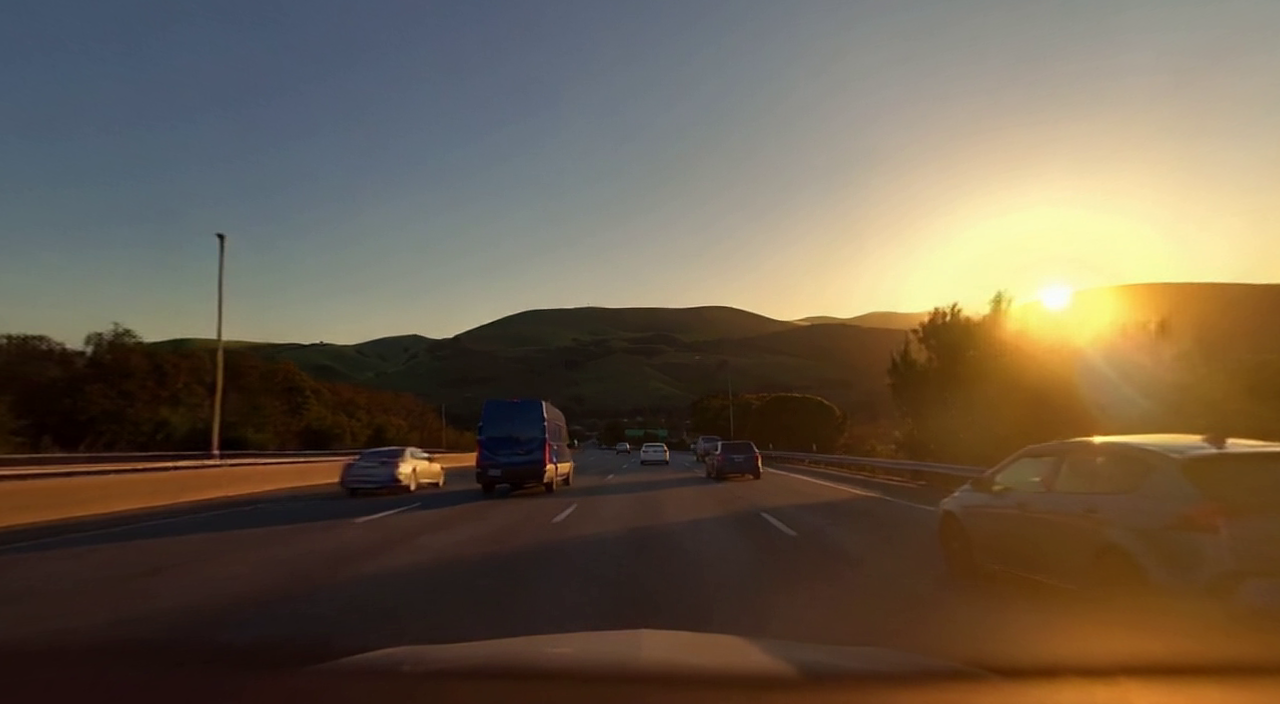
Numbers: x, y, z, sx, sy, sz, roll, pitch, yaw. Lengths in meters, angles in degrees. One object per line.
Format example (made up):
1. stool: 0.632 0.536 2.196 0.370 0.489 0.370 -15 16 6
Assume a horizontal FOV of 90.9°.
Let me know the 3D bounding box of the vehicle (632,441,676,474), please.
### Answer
1. vehicle: 0.660 5.306 31.891 2.054 1.504 3.890 0 -9 0

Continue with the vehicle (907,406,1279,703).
1. vehicle: 3.946 1.243 4.531 2.050 1.491 4.362 0 -9 -1

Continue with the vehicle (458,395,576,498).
1. vehicle: -3.488 2.886 19.360 2.396 2.664 5.735 0 -9 0

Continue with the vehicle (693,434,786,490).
1. vehicle: 3.189 3.636 21.224 2.270 1.660 4.101 0 -9 -3

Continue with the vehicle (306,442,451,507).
1. vehicle: -6.786 3.201 17.002 1.964 1.487 4.417 0 -9 1
